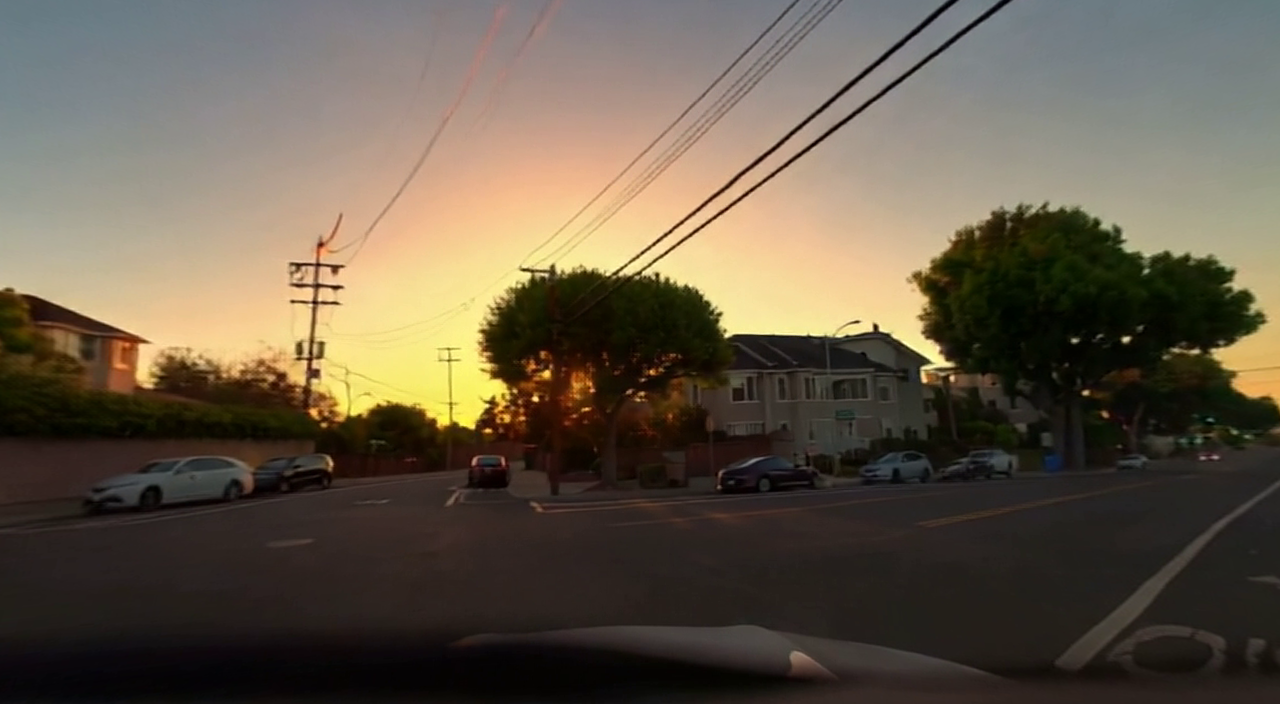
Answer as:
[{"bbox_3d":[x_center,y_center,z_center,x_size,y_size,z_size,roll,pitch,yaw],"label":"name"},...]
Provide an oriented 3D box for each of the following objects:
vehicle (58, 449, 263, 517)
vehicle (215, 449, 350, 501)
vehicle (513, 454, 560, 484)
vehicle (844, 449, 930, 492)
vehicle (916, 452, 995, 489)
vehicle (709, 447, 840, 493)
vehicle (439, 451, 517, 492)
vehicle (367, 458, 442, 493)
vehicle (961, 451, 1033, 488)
[{"bbox_3d":[-15.400,4.165,20.896,2.152,1.877,5.701,-1,-8,2],"label":"vehicle"},{"bbox_3d":[-15.067,5.180,27.176,2.283,1.909,5.692,-1,-8,2],"label":"vehicle"},{"bbox_3d":[-6.320,7.186,39.006,1.989,1.683,3.918,-1,-8,4],"label":"vehicle"},{"bbox_3d":[11.720,5.515,29.857,4.414,1.837,1.937,7,-11,-42],"label":"vehicle"},{"bbox_3d":[17.781,6.598,35.510,5.499,1.837,2.089,8,-11,-43],"label":"vehicle"},{"bbox_3d":[5.187,4.564,23.988,5.197,1.431,2.136,12,-18,-41],"label":"vehicle"},{"bbox_3d":[-7.043,5.218,28.022,1.981,1.579,4.446,-1,-8,4],"label":"vehicle"},{"bbox_3d":[-14.555,7.635,39.416,2.287,1.830,5.343,-1,-8,4],"label":"vehicle"},{"bbox_3d":[22.343,7.231,39.448,5.738,2.060,2.282,8,-12,-44],"label":"vehicle"}]
